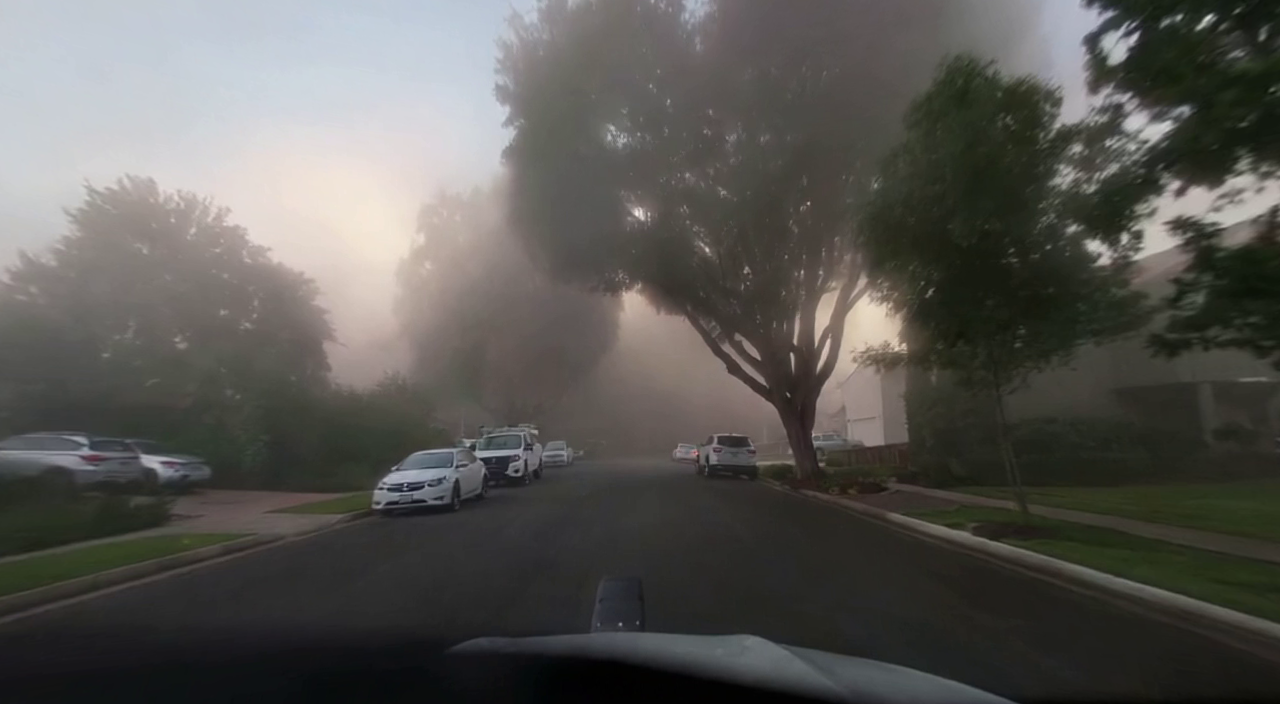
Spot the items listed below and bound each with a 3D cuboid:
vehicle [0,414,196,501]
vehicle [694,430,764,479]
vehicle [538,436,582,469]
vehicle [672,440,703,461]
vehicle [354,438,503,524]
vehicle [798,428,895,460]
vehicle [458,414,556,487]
[{"bbox_3d":[-13.274,2.255,13.807,5.334,1.743,2.259,0,-7,-3],"label":"vehicle"},{"bbox_3d":[3.482,4.120,25.528,2.082,1.790,4.330,0,-8,-1],"label":"vehicle"},{"bbox_3d":[-4.863,6.113,38.953,2.140,1.815,4.926,0,-7,-1],"label":"vehicle"},{"bbox_3d":[3.473,7.303,46.789,1.945,1.495,3.983,0,-8,-1],"label":"vehicle"},{"bbox_3d":[-4.518,2.764,14.316,2.031,1.479,4.497,-2,-7,-3],"label":"vehicle"},{"bbox_3d":[12.324,5.512,37.894,5.043,1.865,2.026,0,-8,-1],"label":"vehicle"},{"bbox_3d":[-4.917,3.730,24.646,2.476,2.434,6.543,-1,-7,-1],"label":"vehicle"}]
